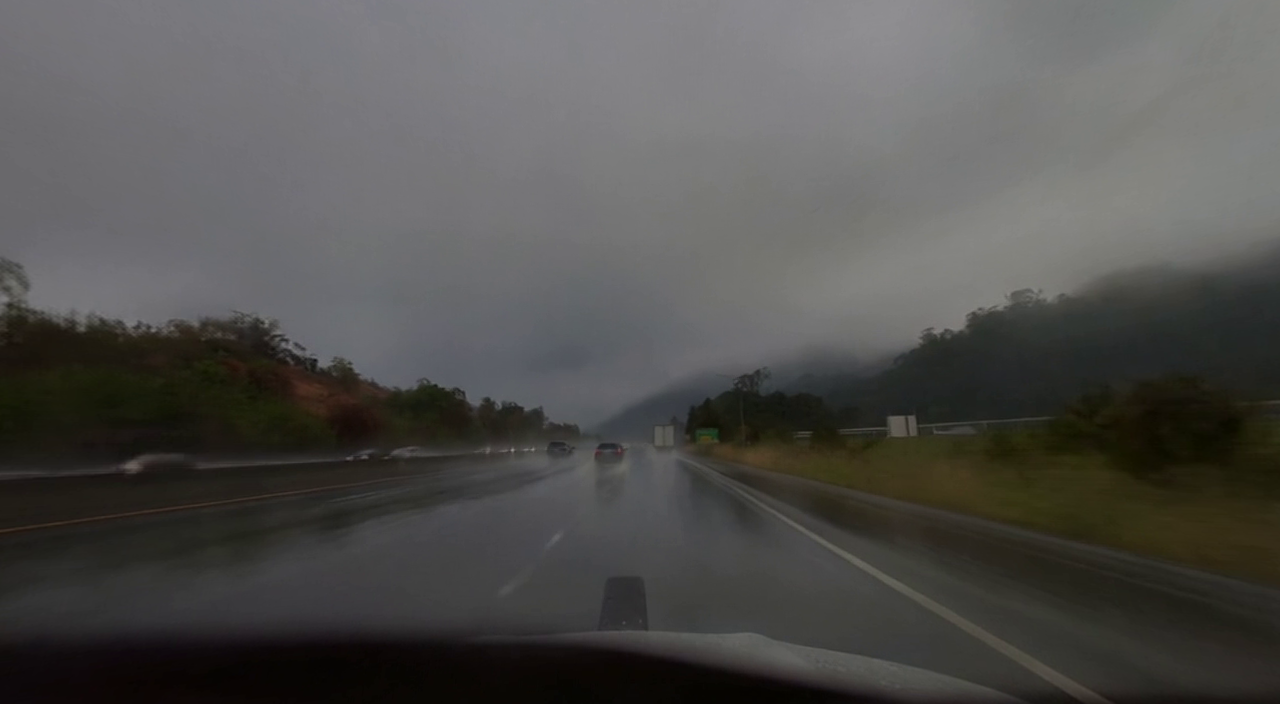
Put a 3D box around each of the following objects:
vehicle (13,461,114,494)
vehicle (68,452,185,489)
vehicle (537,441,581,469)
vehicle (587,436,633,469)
[{"bbox_3d":[-30.838,6.672,33.888,1.740,1.553,3.840,0,-8,0],"label":"vehicle"},{"bbox_3d":[-27.185,6.271,33.661,2.068,1.767,4.794,0,-8,2],"label":"vehicle"},{"bbox_3d":[-5.162,6.625,40.803,2.062,1.691,4.278,0,-8,2],"label":"vehicle"},{"bbox_3d":[-1.663,5.873,36.957,2.283,1.802,4.810,0,-9,3],"label":"vehicle"}]
